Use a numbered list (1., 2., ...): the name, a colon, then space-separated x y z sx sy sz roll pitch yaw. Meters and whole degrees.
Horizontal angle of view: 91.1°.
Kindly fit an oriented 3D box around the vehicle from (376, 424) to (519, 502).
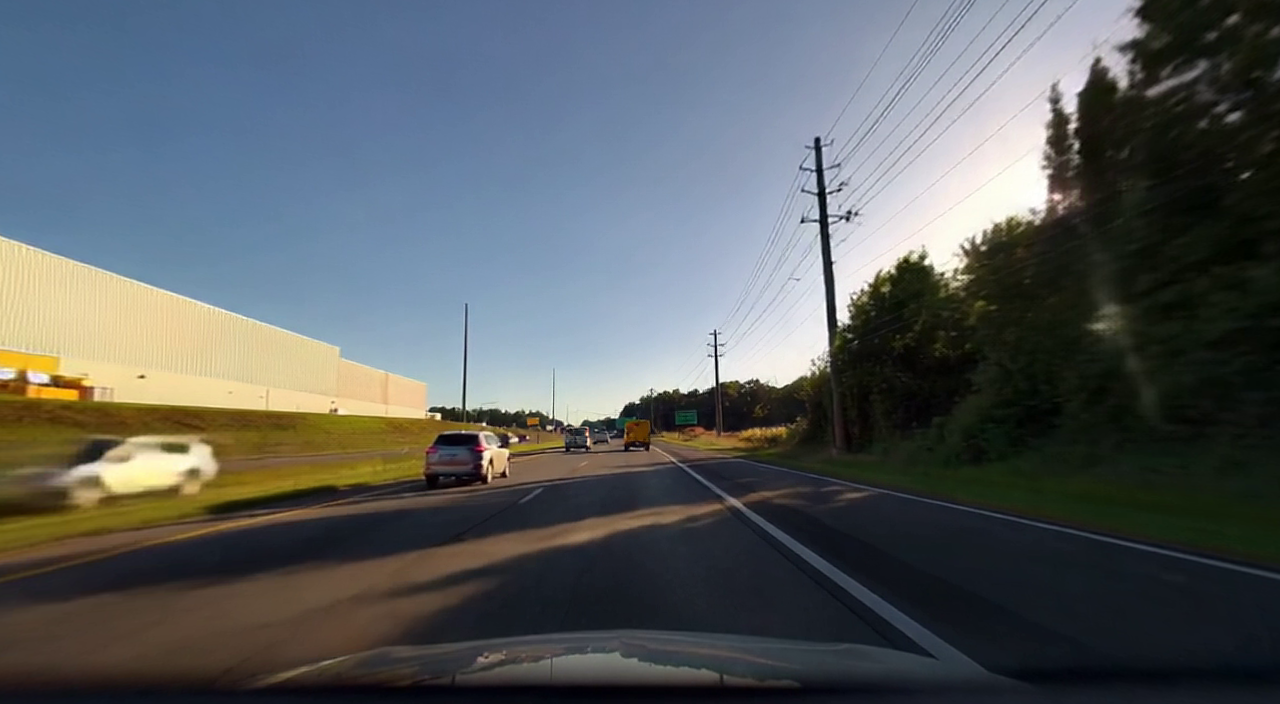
1. vehicle: -4.299 2.528 14.818 2.058 1.557 4.125 0 -8 0

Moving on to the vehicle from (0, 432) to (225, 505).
1. vehicle: -13.058 2.853 15.998 1.915 1.557 4.512 0 -8 0

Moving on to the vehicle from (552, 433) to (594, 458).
1. vehicle: -4.079 5.777 39.029 2.087 1.464 4.853 0 -8 0

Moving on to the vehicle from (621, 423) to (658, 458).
1. vehicle: -0.078 5.543 39.522 2.213 1.997 4.456 0 -8 -1
